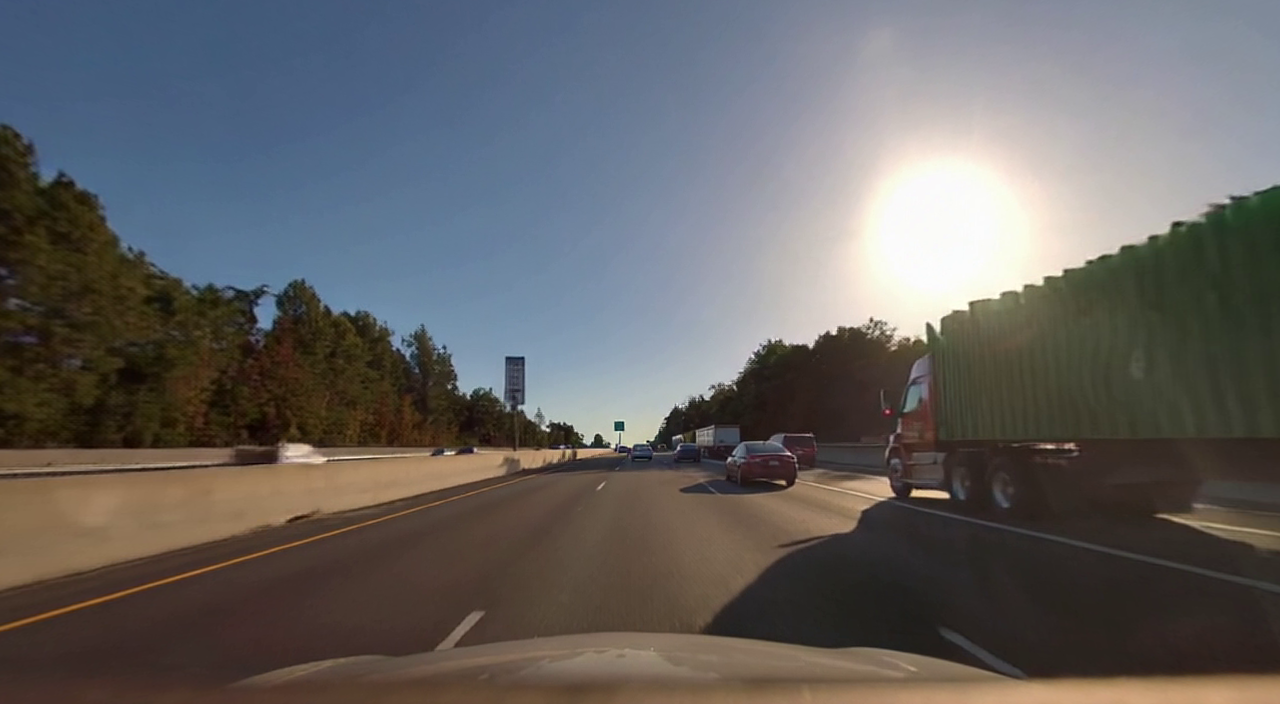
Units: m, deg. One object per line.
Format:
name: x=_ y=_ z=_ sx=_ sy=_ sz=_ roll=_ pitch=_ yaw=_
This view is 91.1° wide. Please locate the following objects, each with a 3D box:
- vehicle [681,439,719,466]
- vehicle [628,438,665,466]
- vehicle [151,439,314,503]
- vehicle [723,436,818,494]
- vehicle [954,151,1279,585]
vehicle: x=3.918 y=6.654 z=41.681 sx=2.084 sy=1.668 sz=4.511 roll=0 pitch=-8 yaw=0
vehicle: x=0.428 y=6.479 z=40.880 sx=2.313 sy=1.736 sz=4.215 roll=0 pitch=-8 yaw=1
vehicle: x=-13.388 y=3.897 z=21.108 sx=2.200 sy=1.857 sz=4.748 roll=0 pitch=-8 yaw=1
vehicle: x=3.751 y=3.330 z=18.915 sx=1.888 sy=1.501 sz=4.608 roll=0 pitch=-8 yaw=0
vehicle: x=7.303 y=0.305 z=6.924 sx=2.752 sy=3.975 sz=9.319 roll=0 pitch=-8 yaw=0
